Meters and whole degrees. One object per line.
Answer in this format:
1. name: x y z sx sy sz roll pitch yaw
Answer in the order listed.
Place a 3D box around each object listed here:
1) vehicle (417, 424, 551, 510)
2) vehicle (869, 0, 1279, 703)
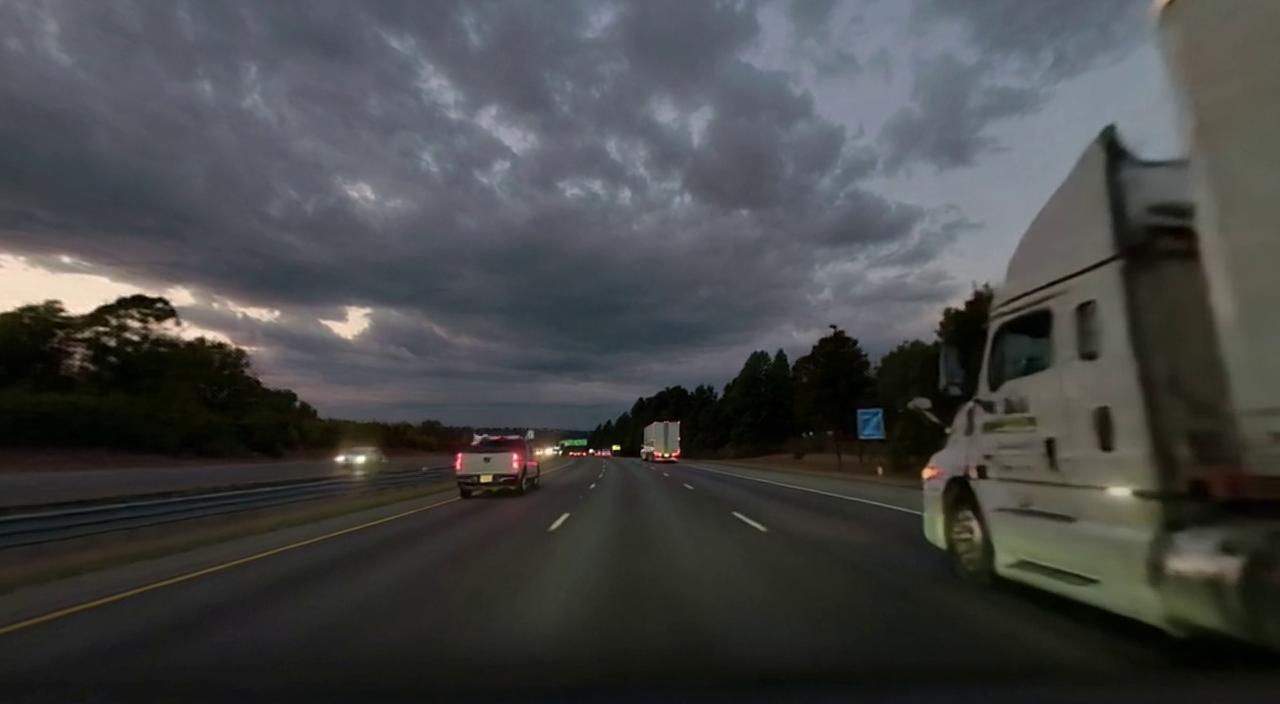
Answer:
1. vehicle: -3.918 3.008 16.945 2.337 1.942 4.984 0 -9 -1
2. vehicle: 4.297 -0.235 2.293 2.958 3.990 10.216 0 -9 0
